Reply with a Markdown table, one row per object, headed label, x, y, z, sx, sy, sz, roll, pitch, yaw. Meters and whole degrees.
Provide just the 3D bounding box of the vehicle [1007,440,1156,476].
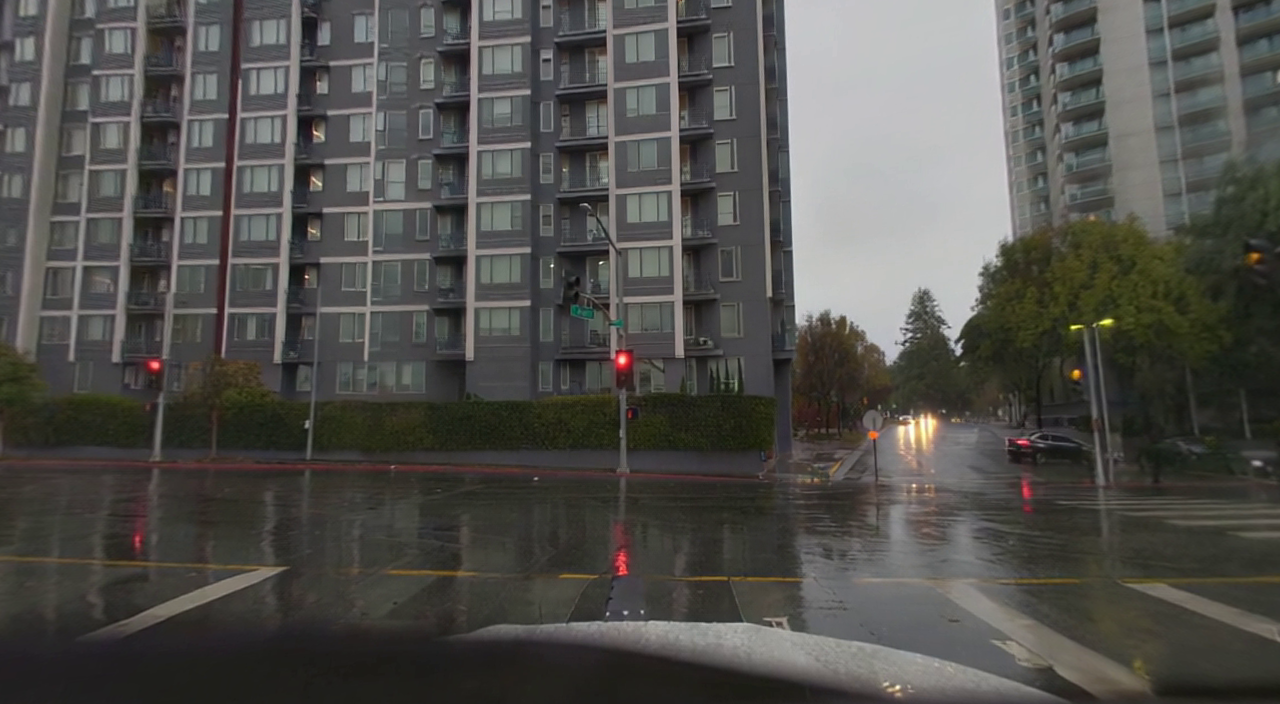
| label | x | y | z | sx | sy | sz | roll | pitch | yaw |
| --- | --- | --- | --- | --- | --- | --- | --- | --- | --- |
| vehicle | 18.580 | 4.463 | 26.687 | 4.823 | 1.458 | 1.914 | 0 | -9 | -1 |
